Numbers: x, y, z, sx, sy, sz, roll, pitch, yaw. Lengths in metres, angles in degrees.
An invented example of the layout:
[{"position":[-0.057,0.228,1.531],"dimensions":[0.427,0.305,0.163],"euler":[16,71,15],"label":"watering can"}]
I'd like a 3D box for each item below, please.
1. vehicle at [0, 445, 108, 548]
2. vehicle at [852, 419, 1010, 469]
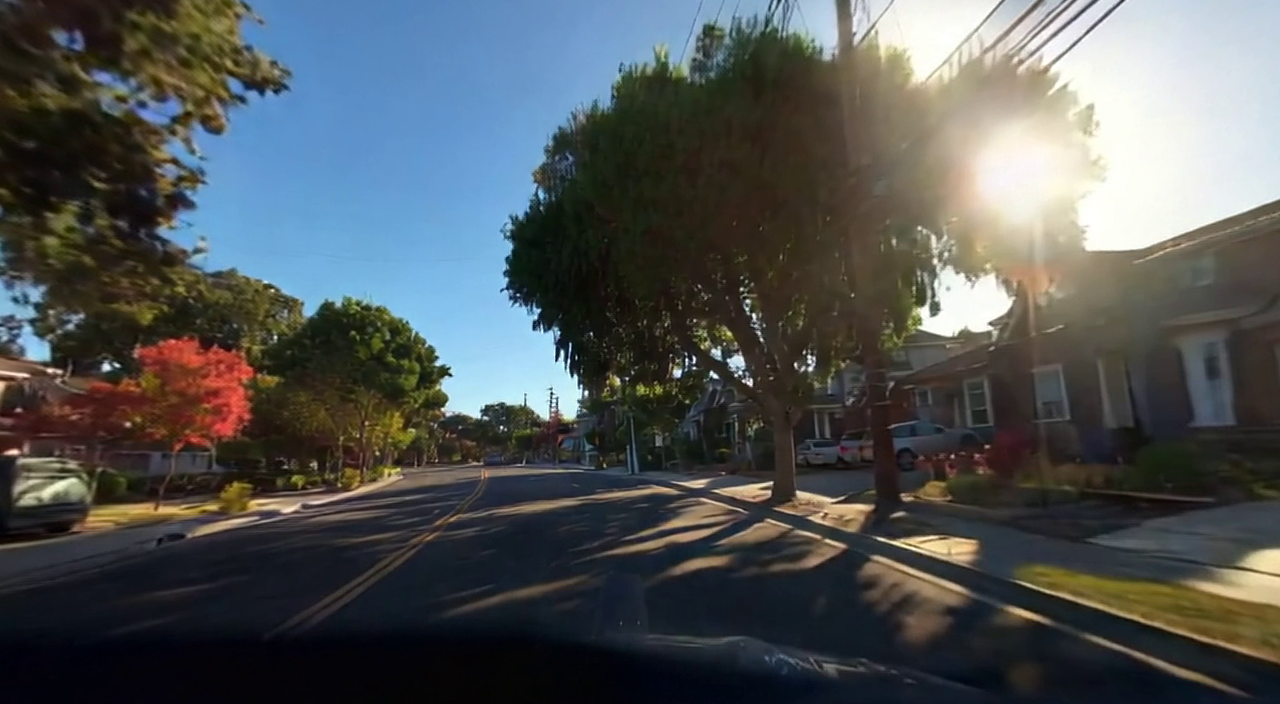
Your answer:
[{"position":[-13.152,2.668,11.984],"dimensions":[4.321,1.772,2.161],"euler":[-1,-8,7],"label":"vehicle"},{"position":[10.084,3.242,22.235],"dimensions":[4.566,1.623,1.906],"euler":[-1,-8,5],"label":"vehicle"}]
